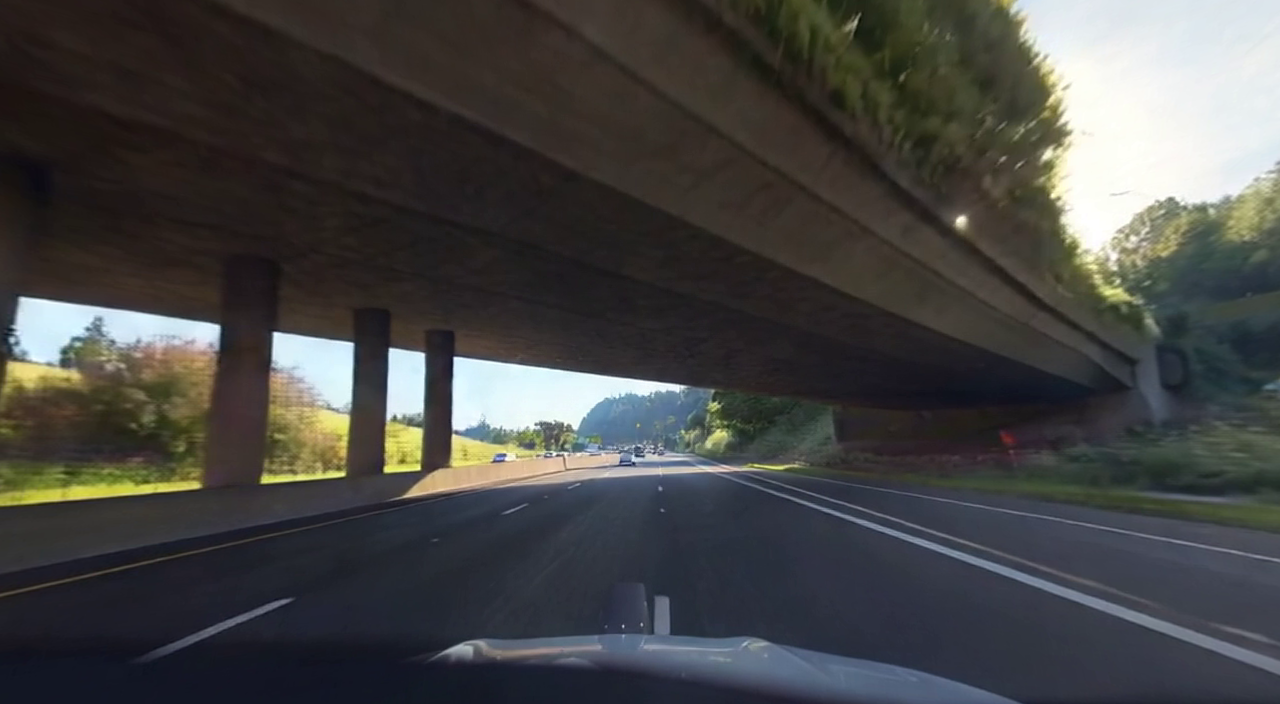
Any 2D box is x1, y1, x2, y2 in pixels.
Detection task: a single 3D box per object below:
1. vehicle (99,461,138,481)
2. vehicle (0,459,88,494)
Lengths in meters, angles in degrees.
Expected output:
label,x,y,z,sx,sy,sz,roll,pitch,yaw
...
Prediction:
label,x,y,z,sx,sy,sz,roll,pitch,yaw
vehicle,-41.281,9.395,49.859,3.941,1.464,1.815,-9,-12,43
vehicle,-30.525,6.319,32.235,1.914,1.593,4.363,3,-9,-21
